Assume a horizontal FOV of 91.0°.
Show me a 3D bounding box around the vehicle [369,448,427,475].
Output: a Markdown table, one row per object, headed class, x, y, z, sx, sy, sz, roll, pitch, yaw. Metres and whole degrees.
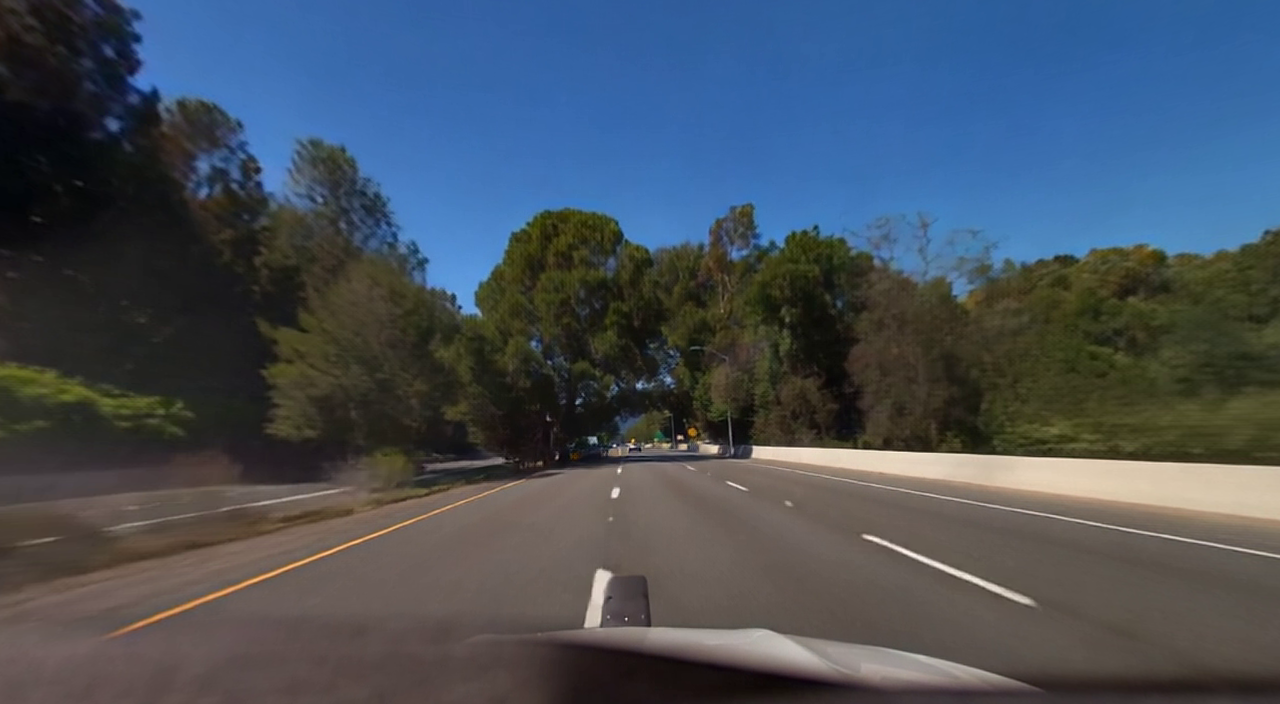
| class | x | y | z | sx | sy | sz | roll | pitch | yaw |
| --- | --- | --- | --- | --- | --- | --- | --- | --- | --- |
| vehicle | -14.893 | 6.735 | 39.007 | 1.877 | 1.525 | 4.464 | 0 | -8 | -1 |
